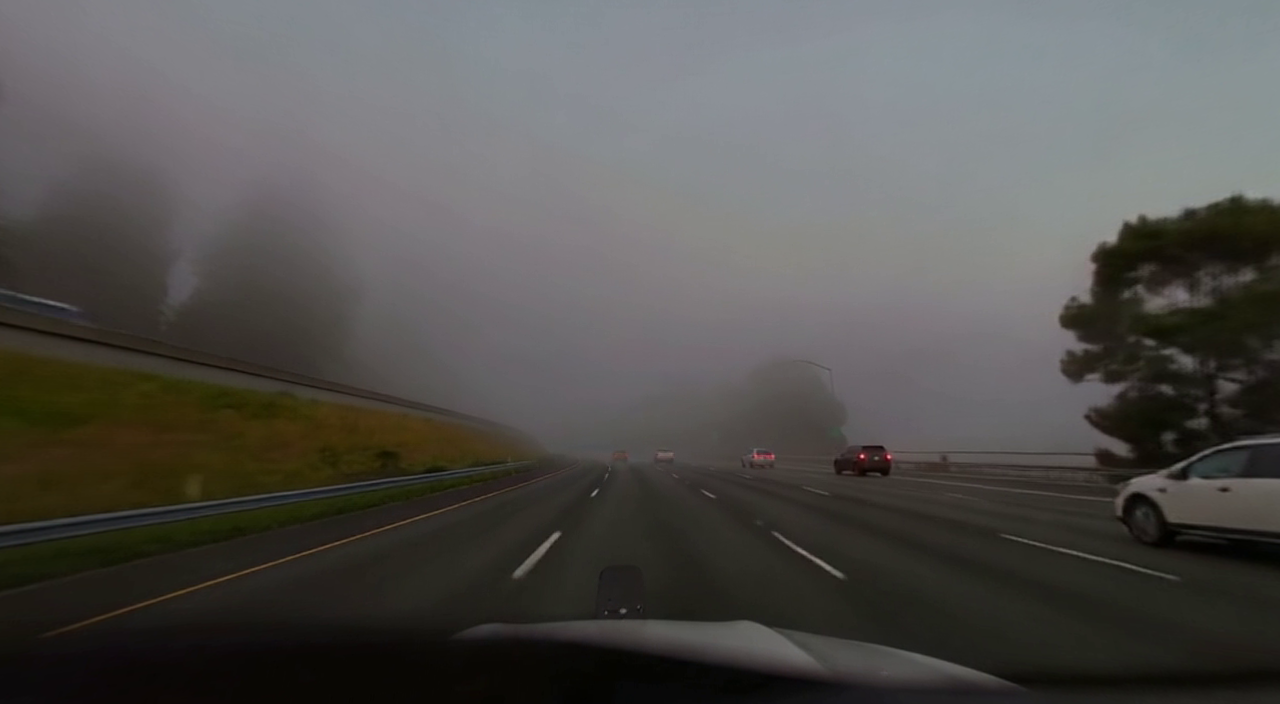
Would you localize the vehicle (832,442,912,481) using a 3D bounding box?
[{"bbox_3d":[10.618,5.010,29.039,1.986,1.644,4.126,0,-8,-2],"label":"vehicle"}]

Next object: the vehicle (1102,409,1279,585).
[{"bbox_3d":[7.286,1.408,6.054,2.048,1.697,4.689,0,-8,0],"label":"vehicle"}]

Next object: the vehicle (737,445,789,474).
[{"bbox_3d":[6.725,5.917,34.729,1.940,1.482,3.644,1,-8,-3],"label":"vehicle"}]
